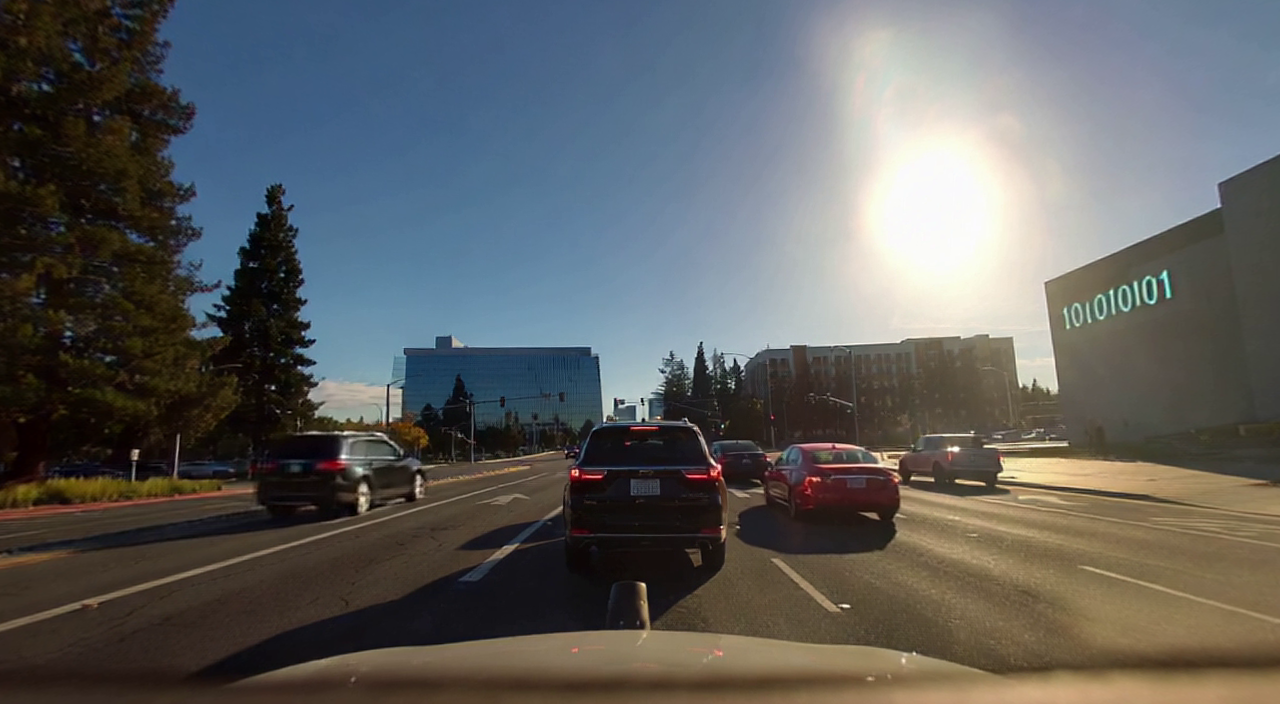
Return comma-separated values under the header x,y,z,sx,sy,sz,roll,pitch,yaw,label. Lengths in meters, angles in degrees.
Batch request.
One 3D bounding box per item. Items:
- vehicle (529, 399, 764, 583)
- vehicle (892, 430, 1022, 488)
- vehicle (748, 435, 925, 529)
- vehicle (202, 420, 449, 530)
x,y,z,sx,sy,sz,roll,pitch,yaw,label
0.059,1.655,8.248,2.266,1.762,4.131,0,-9,0,vehicle
10.861,3.699,22.130,2.123,1.812,4.553,0,-9,-1,vehicle
3.511,2.401,12.292,1.997,1.471,4.321,0,-9,-1,vehicle
-6.061,2.454,13.236,2.555,1.819,5.145,0,-9,0,vehicle
